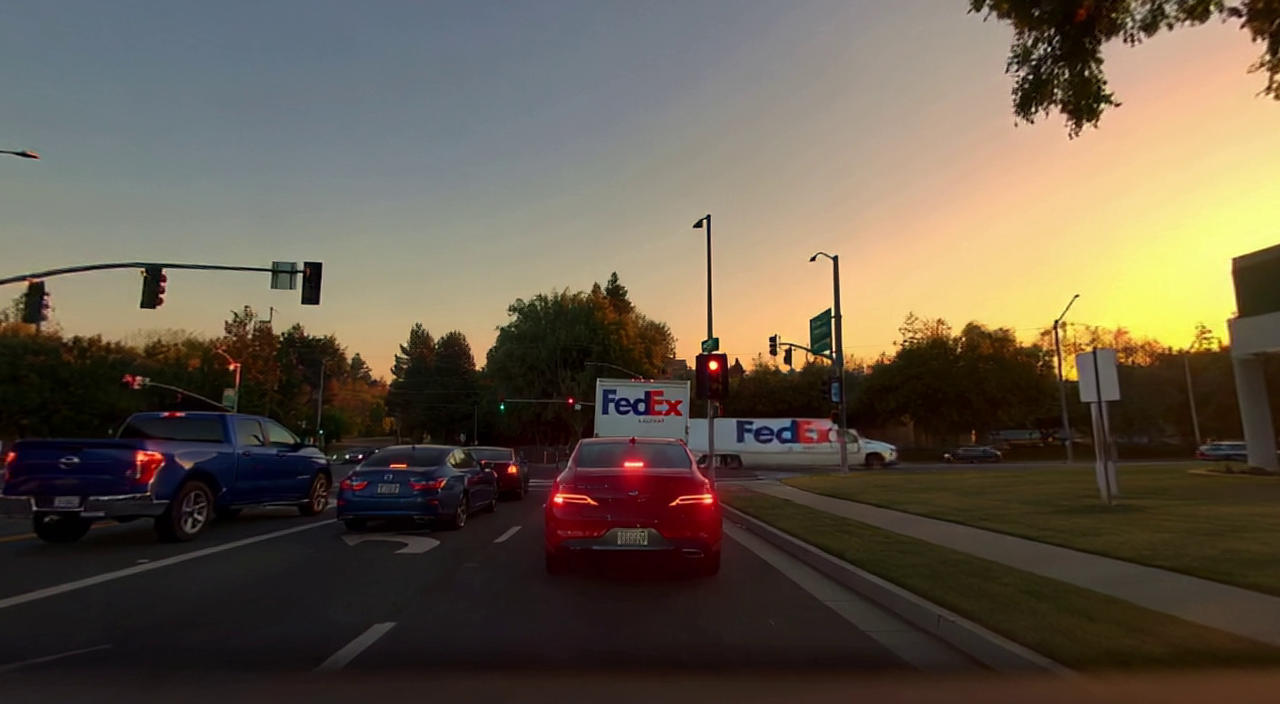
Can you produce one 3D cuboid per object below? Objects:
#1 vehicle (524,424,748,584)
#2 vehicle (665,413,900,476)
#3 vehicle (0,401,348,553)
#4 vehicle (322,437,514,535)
[{"bbox_3d":[-0.037,1.786,8.239,2.145,1.513,4.269,0,-9,0],"label":"vehicle"},{"bbox_3d":[8.065,5.433,37.013,12.889,3.380,3.345,-1,-9,9],"label":"vehicle"},{"bbox_3d":[-7.292,1.985,10.720,2.125,1.893,5.498,0,-9,-2],"label":"vehicle"},{"bbox_3d":[-3.867,2.400,11.926,1.949,1.487,4.390,0,-9,1],"label":"vehicle"}]
